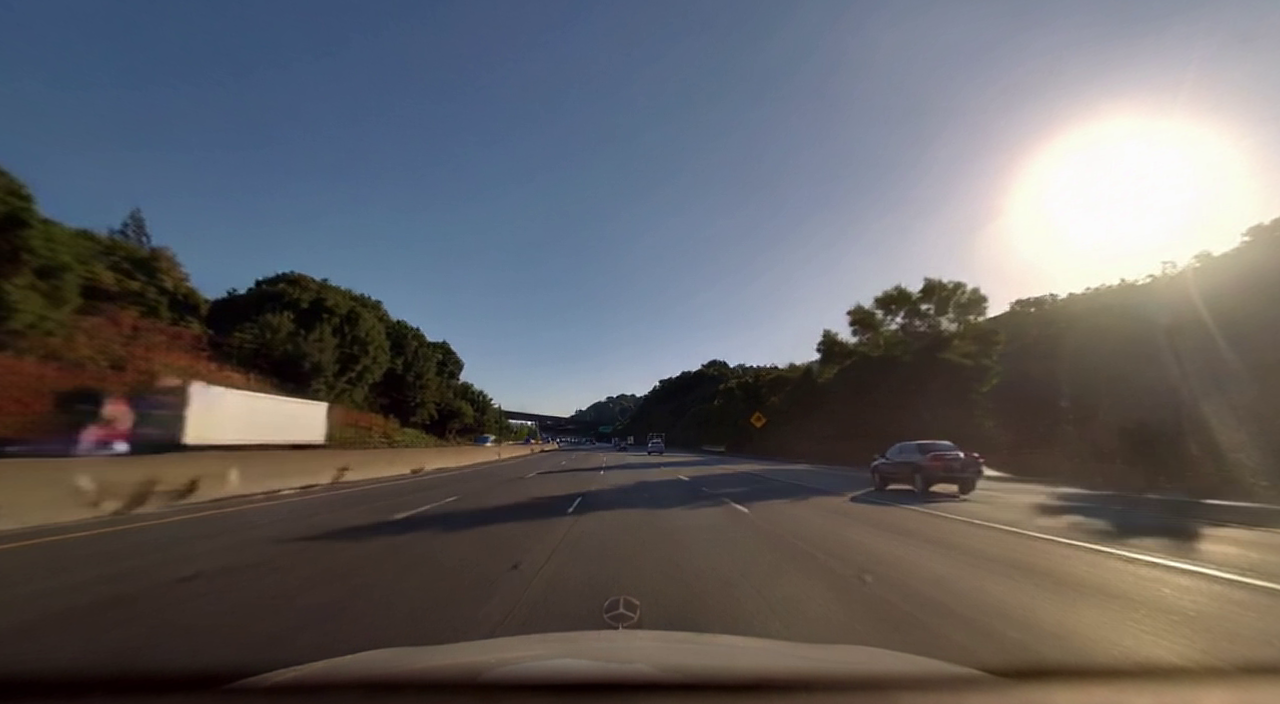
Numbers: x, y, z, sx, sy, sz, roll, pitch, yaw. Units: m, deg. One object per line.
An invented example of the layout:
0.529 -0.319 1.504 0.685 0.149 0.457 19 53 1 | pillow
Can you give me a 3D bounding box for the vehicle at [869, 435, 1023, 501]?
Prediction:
7.624 2.907 16.169 1.942 1.462 3.926 0 -9 0 | vehicle
